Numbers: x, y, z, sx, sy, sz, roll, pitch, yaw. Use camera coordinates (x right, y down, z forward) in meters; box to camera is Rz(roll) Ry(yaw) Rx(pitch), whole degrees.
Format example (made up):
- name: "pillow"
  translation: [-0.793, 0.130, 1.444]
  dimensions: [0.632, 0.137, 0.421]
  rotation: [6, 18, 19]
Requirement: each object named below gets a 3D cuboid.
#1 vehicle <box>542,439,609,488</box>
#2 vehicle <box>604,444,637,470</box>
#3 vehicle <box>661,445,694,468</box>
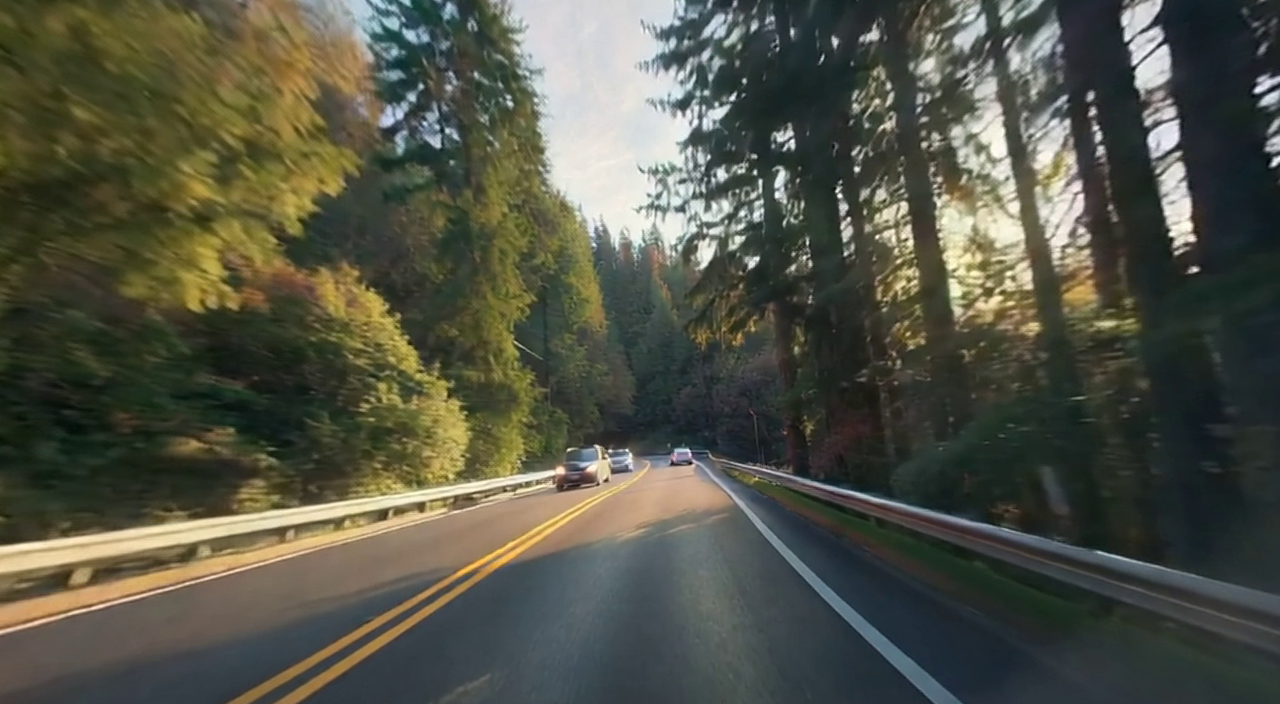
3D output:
- name: "vehicle"
  translation: [-2.730, 4.852, 27.896]
  dimensions: [2.170, 1.872, 4.643]
  rotation: [1, -8, 4]
- name: "vehicle"
  translation: [-1.422, 7.885, 47.741]
  dimensions: [2.066, 1.827, 5.178]
  rotation: [1, -8, 3]
- name: "vehicle"
  translation: [2.567, 7.252, 43.990]
  dimensions: [2.120, 1.491, 4.349]
  rotation: [1, -8, 2]
